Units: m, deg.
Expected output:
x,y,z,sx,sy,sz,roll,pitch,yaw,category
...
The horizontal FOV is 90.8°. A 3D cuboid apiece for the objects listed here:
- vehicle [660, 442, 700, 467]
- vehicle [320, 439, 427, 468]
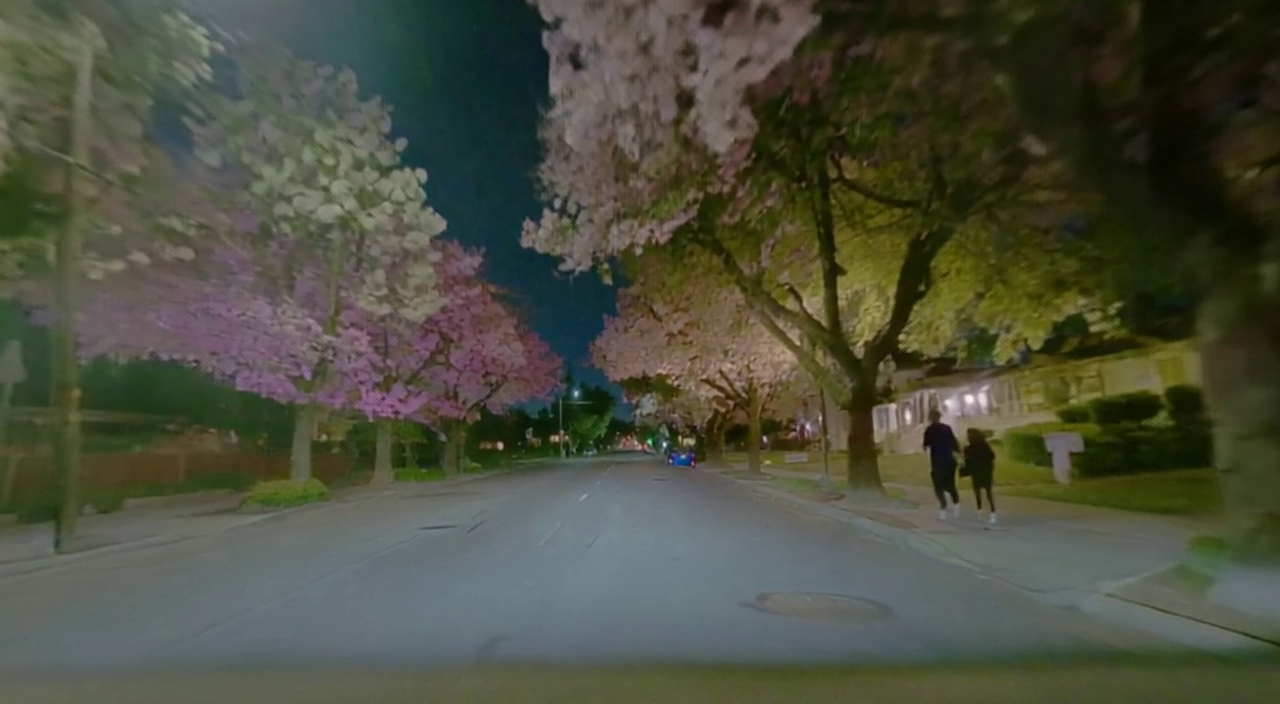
x,y,z,sx,sy,sz,roll,pitch,yaw,category
2.377,6.250,38.758,2.022,1.455,4.406,0,-8,-2,vehicle
-17.114,6.566,40.810,5.902,1.796,2.183,0,-8,-2,vehicle
